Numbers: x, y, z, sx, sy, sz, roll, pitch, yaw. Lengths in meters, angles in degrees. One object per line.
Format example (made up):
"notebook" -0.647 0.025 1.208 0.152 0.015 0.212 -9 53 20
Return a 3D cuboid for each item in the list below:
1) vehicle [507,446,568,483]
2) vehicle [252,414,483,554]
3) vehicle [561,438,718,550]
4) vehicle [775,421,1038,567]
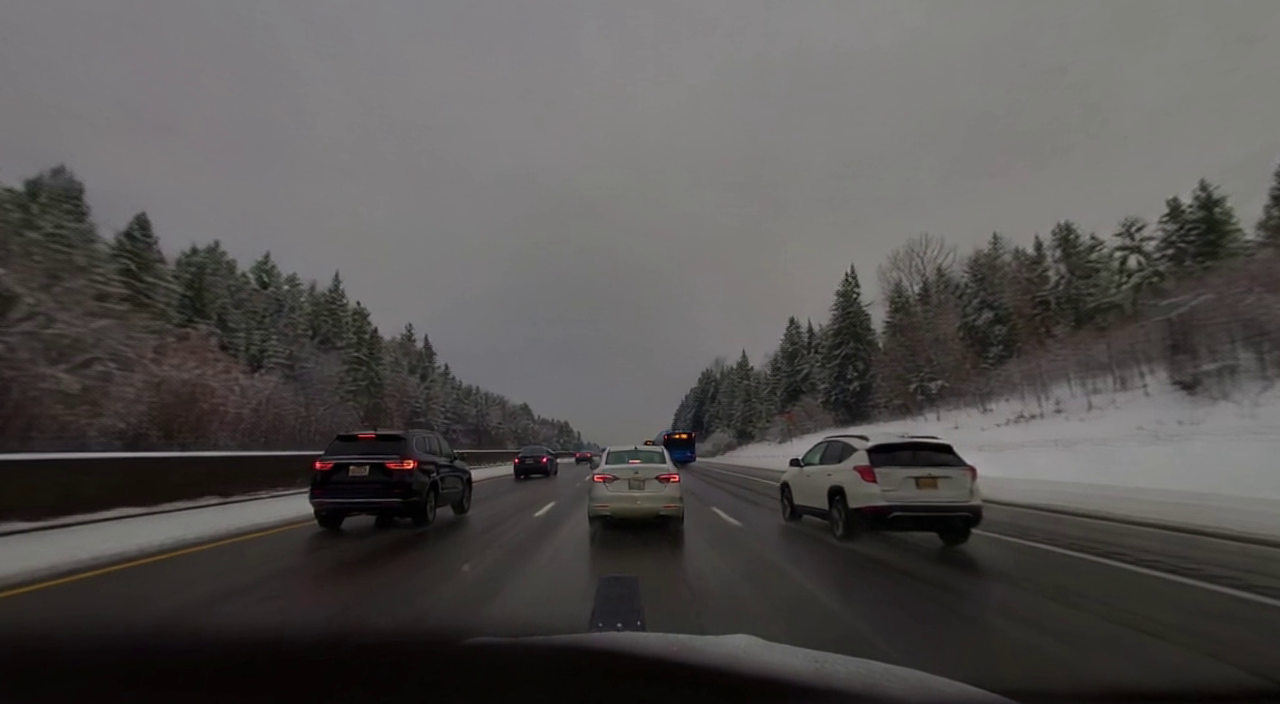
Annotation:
"vehicle" -4.515 5.007 28.297 2.122 1.491 3.800 0 -9 -1
"vehicle" -3.880 1.950 9.903 1.830 1.703 4.142 0 -9 -1
"vehicle" -0.075 2.250 10.683 2.120 1.478 4.179 0 -9 -2
"vehicle" 3.592 1.993 9.553 1.996 1.688 4.207 0 -9 -2
